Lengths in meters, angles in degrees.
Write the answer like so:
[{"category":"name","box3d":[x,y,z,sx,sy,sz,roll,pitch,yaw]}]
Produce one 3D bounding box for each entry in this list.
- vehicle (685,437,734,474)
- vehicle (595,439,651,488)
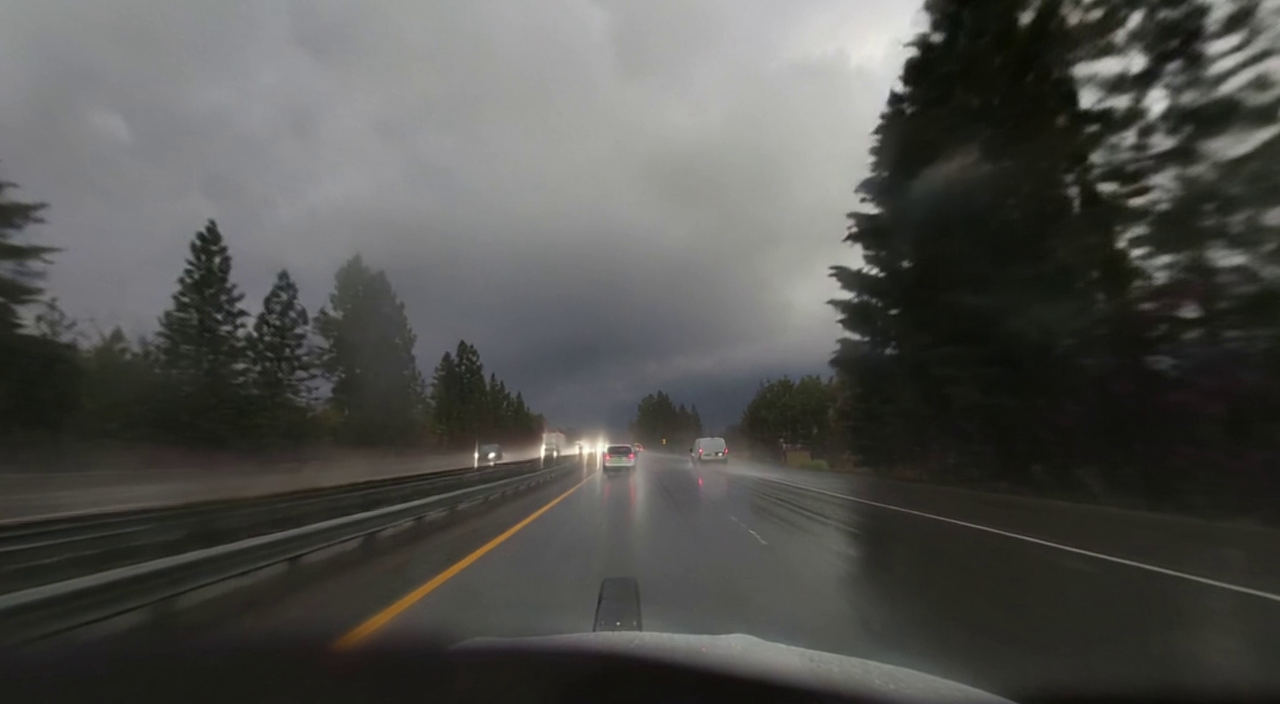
[{"category":"vehicle","box3d":[3.880,5.918,35.899,2.179,1.930,4.538,0,-9,-1]},{"category":"vehicle","box3d":[-0.625,4.245,24.153,1.963,1.711,4.284,0,-9,-1]}]
